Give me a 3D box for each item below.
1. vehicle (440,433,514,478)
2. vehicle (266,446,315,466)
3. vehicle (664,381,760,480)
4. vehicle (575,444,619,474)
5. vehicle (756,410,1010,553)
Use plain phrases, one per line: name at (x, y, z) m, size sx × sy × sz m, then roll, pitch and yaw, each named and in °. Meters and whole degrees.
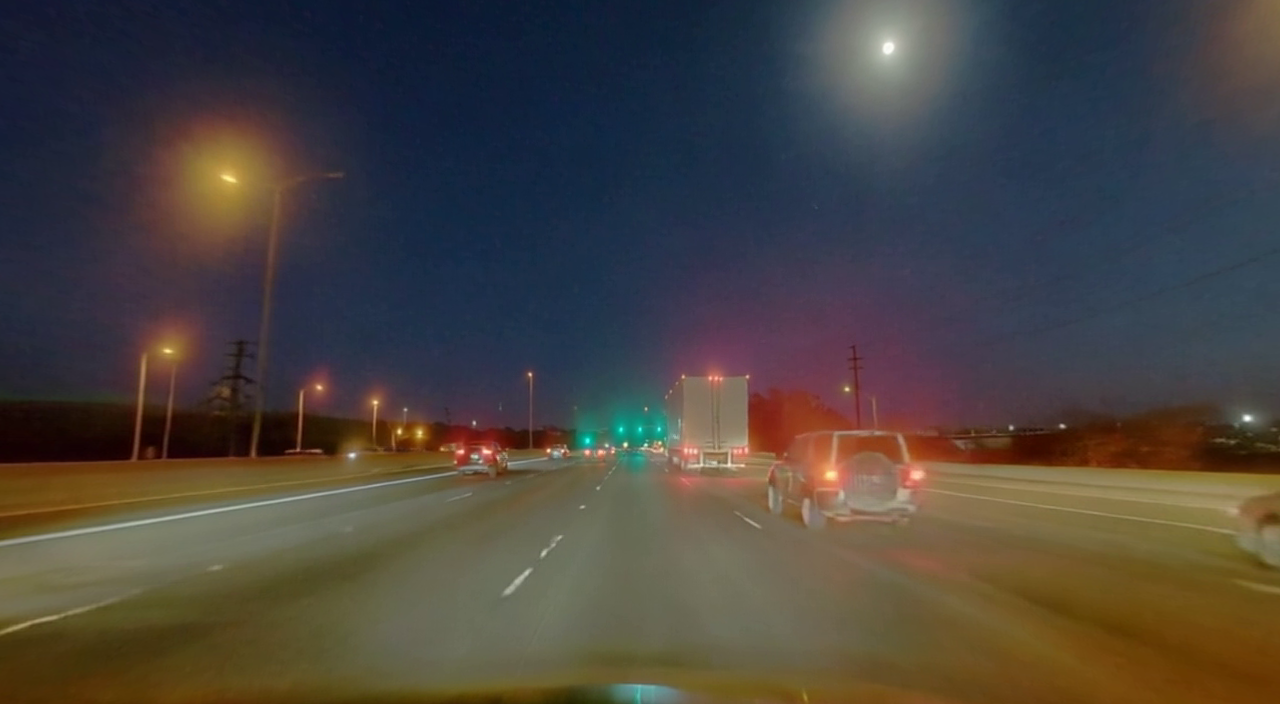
vehicle at (-7.217, 4.638, 28.491) m, size 2.147 × 1.825 × 4.602 m, roll 0°, pitch -9°, yaw -1°
vehicle at (-26.573, 7.915, 47.995) m, size 1.613 × 1.449 × 3.631 m, roll 1°, pitch -9°, yaw 0°
vehicle at (3.106, 4.006, 31.143) m, size 3.045 × 3.923 × 11.834 m, roll 0°, pitch -9°, yaw -1°
vehicle at (-2.264, 5.784, 34.197) m, size 2.060 × 1.508 × 4.308 m, roll 0°, pitch -8°, yaw 0°
vehicle at (3.519, 1.997, 10.403) m, size 2.182 × 1.782 × 4.800 m, roll 0°, pitch -9°, yaw -1°
